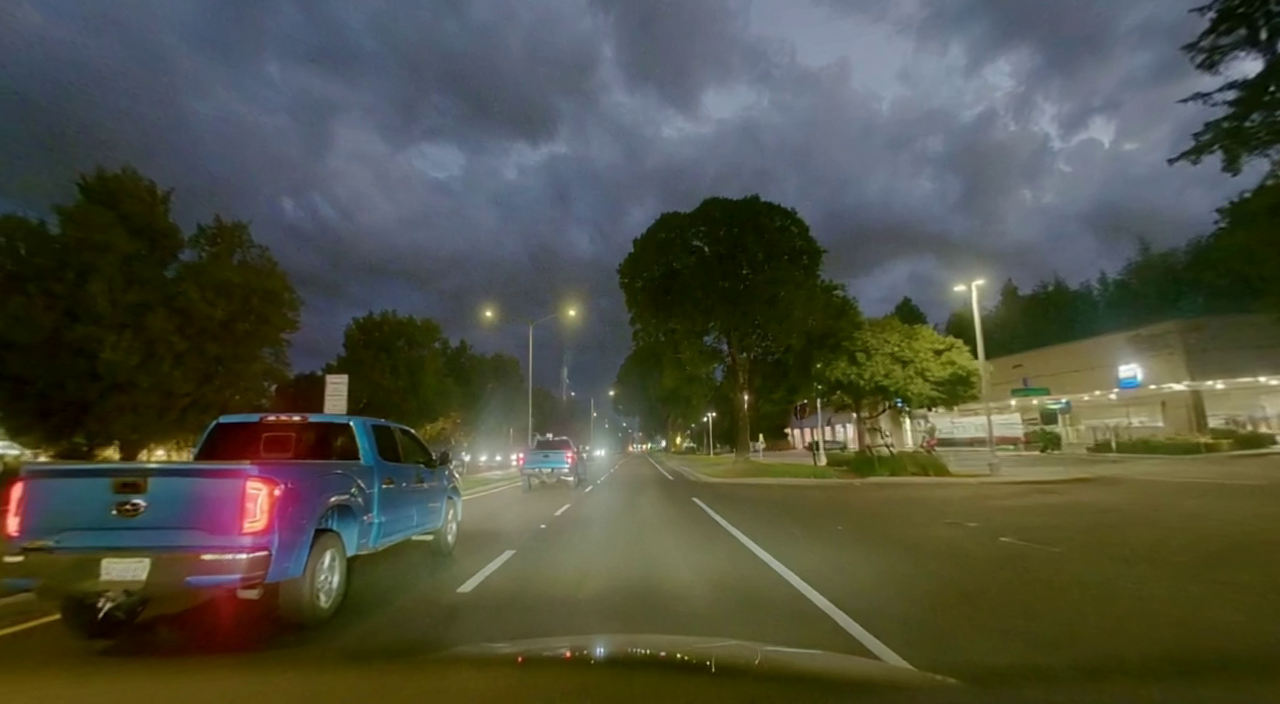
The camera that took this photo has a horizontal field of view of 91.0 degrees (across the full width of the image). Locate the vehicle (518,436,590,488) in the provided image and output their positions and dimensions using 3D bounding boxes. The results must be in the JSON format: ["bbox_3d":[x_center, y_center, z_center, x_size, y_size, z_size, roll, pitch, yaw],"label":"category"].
[{"bbox_3d":[-3.267,4.291,24.951,2.065,1.790,5.417,0,-9,0],"label":"vehicle"}]

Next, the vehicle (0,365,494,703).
[{"bbox_3d":[-3.188,1.355,6.015,2.277,1.801,5.250,0,-9,0],"label":"vehicle"}]
